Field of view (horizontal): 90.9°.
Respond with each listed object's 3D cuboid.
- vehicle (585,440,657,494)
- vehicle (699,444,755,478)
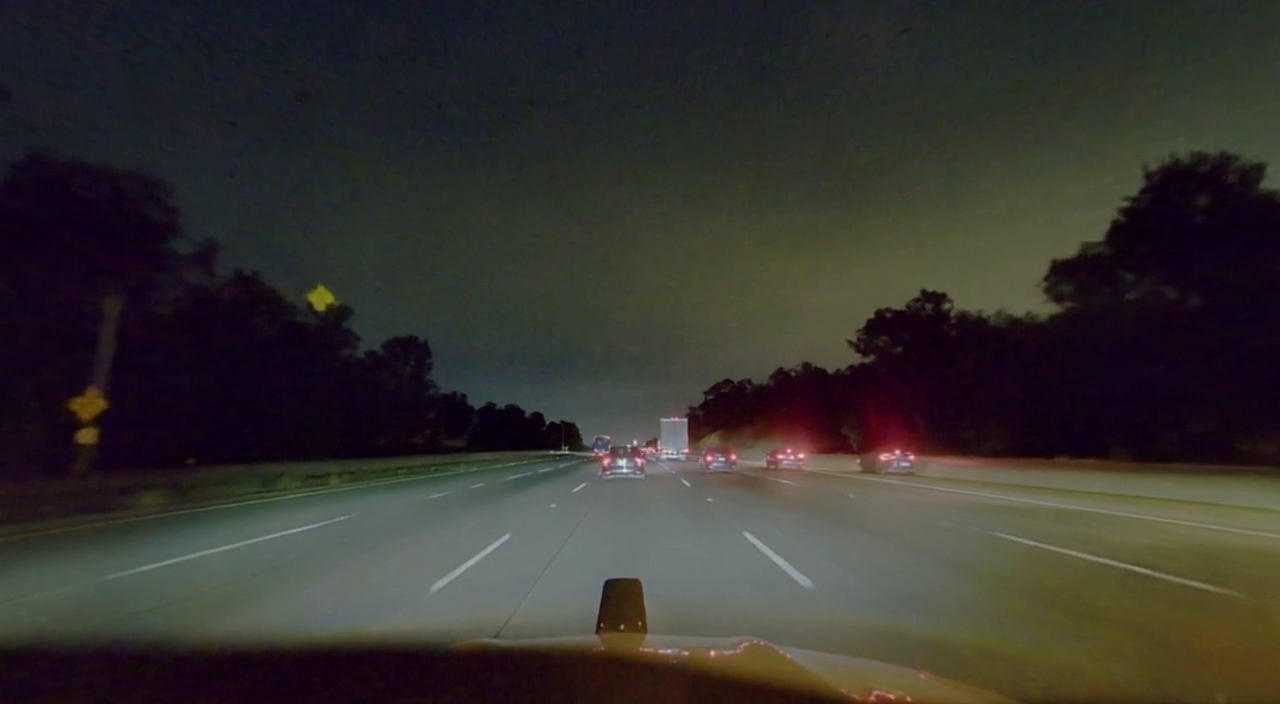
[{"bbox_3d":[-0.499,3.573,20.016,2.020,1.516,3.951,-1,-9,2],"label":"vehicle"},{"bbox_3d":[3.986,5.070,29.678,1.971,1.472,4.301,0,-8,-1],"label":"vehicle"}]
